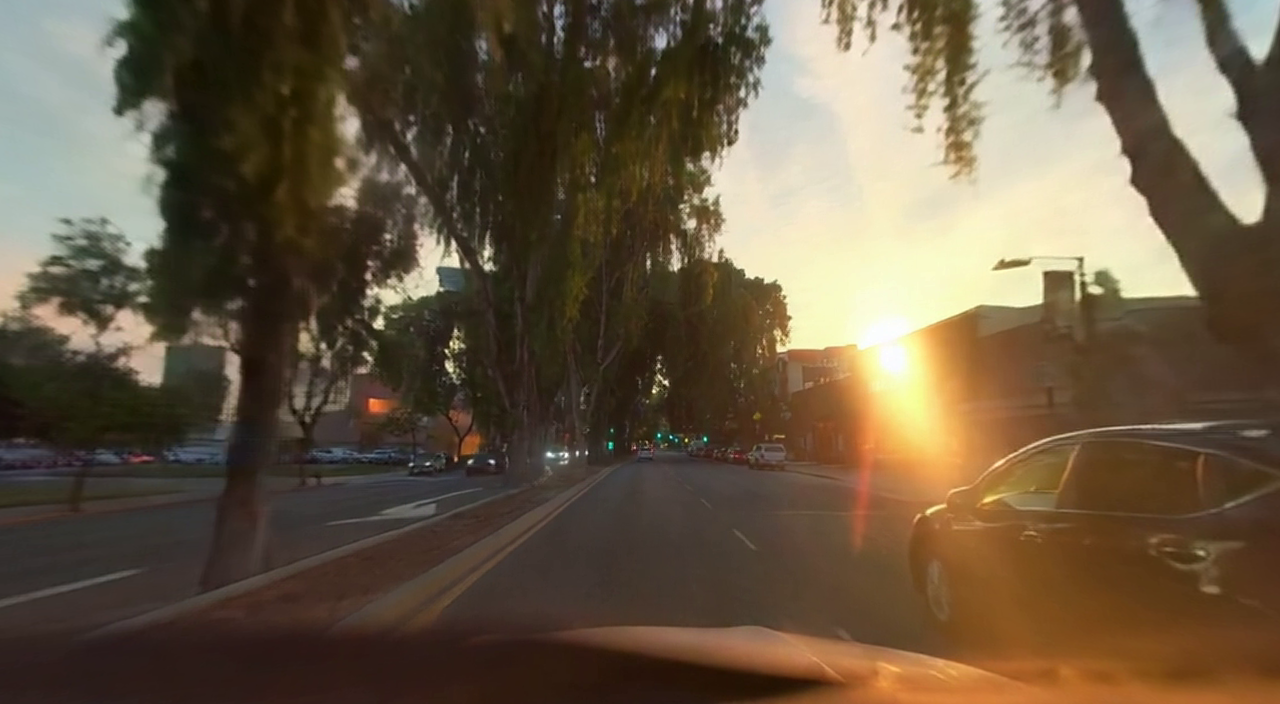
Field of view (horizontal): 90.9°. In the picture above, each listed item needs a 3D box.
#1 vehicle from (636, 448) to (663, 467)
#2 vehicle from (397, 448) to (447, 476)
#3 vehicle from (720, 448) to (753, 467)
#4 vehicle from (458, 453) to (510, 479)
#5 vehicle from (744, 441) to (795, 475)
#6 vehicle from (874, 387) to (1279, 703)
[{"bbox_3d":[0.674,7.810,46.858,1.945,1.343,3.827,0,-8,0],"label":"vehicle"},{"bbox_3d":[-15.860,8.017,46.094,1.972,1.898,4.556,0,-9,0],"label":"vehicle"},{"bbox_3d":[7.563,8.314,49.823,1.874,1.438,4.466,0,-9,0],"label":"vehicle"},{"bbox_3d":[-8.408,6.152,34.282,1.748,1.278,4.300,0,-9,0],"label":"vehicle"},{"bbox_3d":[7.550,6.199,37.176,2.050,1.838,4.535,0,-9,0],"label":"vehicle"},{"bbox_3d":[2.956,1.045,3.160,1.989,1.498,4.050,0,-9,0],"label":"vehicle"}]
